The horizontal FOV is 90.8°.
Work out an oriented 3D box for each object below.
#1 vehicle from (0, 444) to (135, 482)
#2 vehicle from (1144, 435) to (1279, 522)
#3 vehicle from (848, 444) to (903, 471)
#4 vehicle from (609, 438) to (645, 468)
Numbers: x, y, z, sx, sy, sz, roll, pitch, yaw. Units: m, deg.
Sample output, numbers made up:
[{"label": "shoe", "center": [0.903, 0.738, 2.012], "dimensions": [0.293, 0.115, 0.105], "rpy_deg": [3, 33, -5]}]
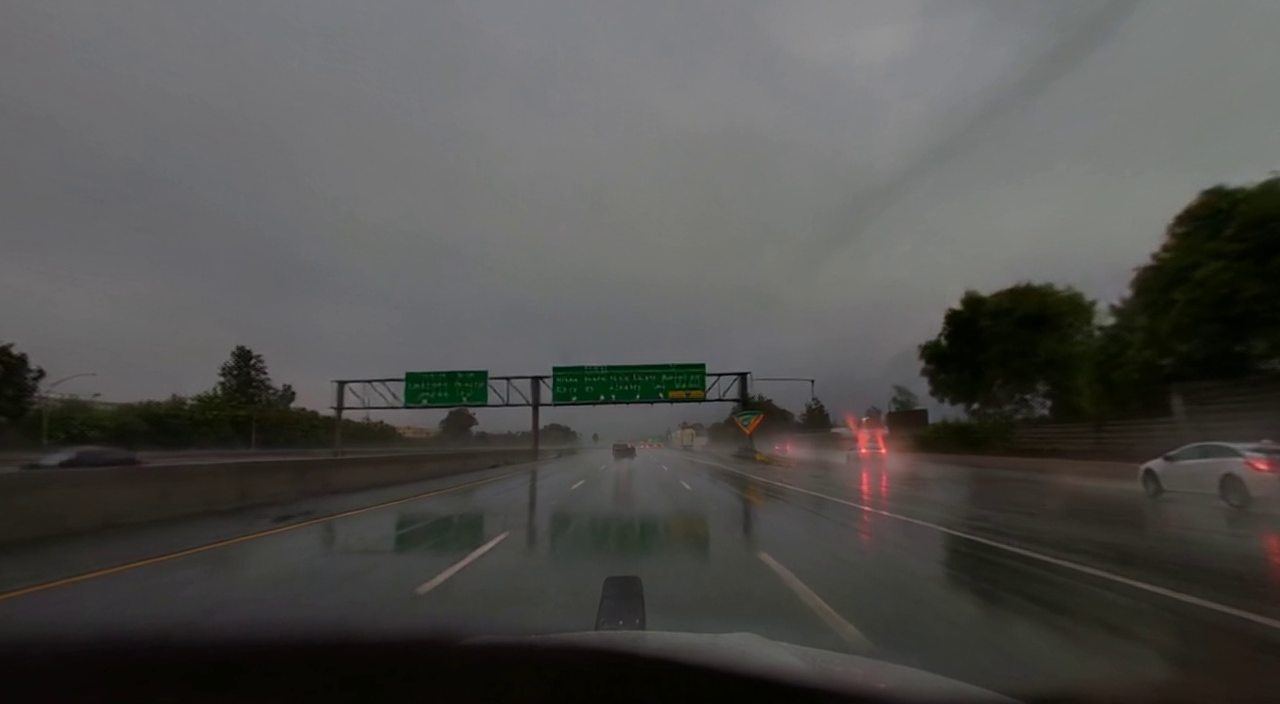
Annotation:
[{"label": "vehicle", "center": [-25.405, 4.896, 28.173], "dimensions": [1.931, 1.538, 4.599], "rpy_deg": [0, -9, 0]}, {"label": "vehicle", "center": [13.341, 2.608, 13.290], "dimensions": [1.912, 1.673, 4.438], "rpy_deg": [0, -9, 2]}, {"label": "vehicle", "center": [14.471, 6.508, 39.077], "dimensions": [1.867, 1.563, 4.436], "rpy_deg": [0, -9, 3]}, {"label": "vehicle", "center": [-0.753, 6.188, 38.757], "dimensions": [2.121, 1.739, 4.087], "rpy_deg": [0, -9, 0]}]
